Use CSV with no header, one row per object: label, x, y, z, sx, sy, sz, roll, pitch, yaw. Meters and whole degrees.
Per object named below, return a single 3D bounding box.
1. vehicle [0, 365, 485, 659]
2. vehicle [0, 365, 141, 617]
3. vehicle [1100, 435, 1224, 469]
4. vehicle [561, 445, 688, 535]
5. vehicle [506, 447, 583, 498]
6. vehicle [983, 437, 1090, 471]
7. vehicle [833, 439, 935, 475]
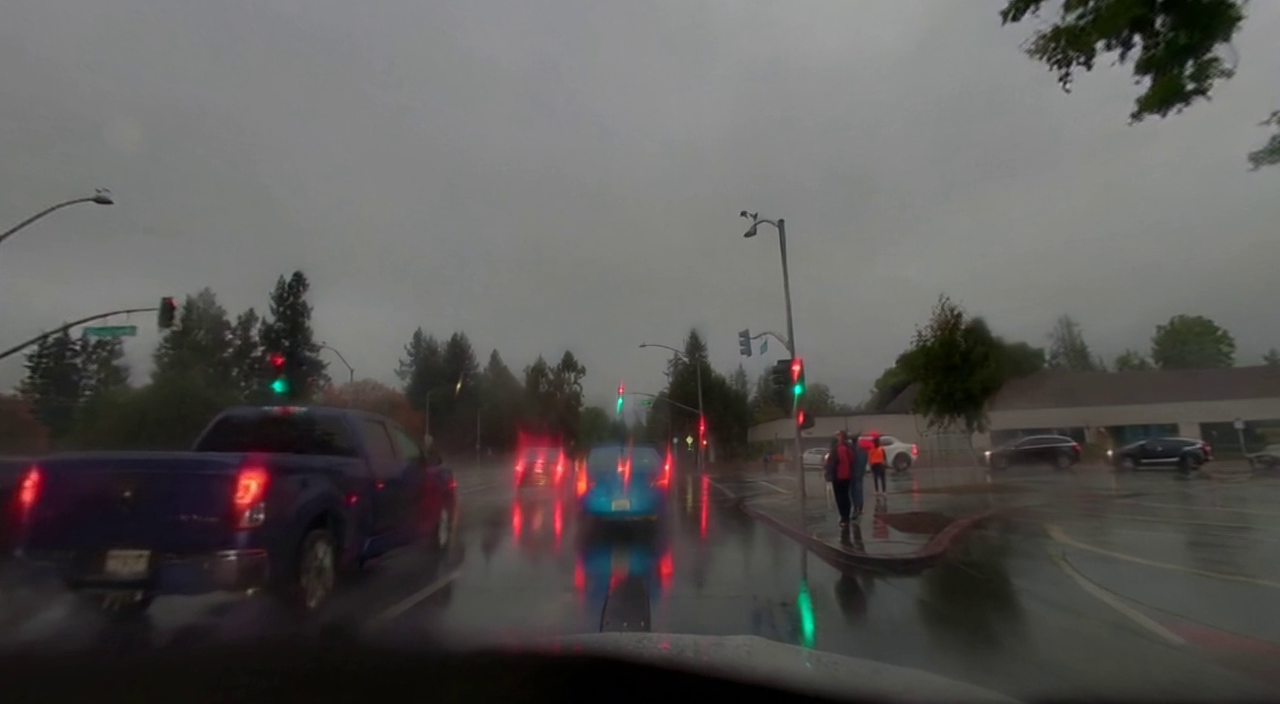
vehicle,-3.491,1.437,6.808,2.202,1.961,4.980,0,-9,2
vehicle,-6.560,0.879,3.490,2.544,2.018,5.893,0,-9,3
vehicle,29.113,5.600,35.283,4.967,1.794,2.044,0,-9,3
vehicle,-0.231,2.682,12.946,2.144,1.497,4.446,0,-9,1
vehicle,-3.331,4.295,22.955,2.003,1.655,4.878,0,-9,0
vehicle,22.107,5.698,35.303,4.529,1.786,2.110,0,-9,2
vehicle,12.385,5.366,32.257,4.394,1.724,1.886,0,-9,1
